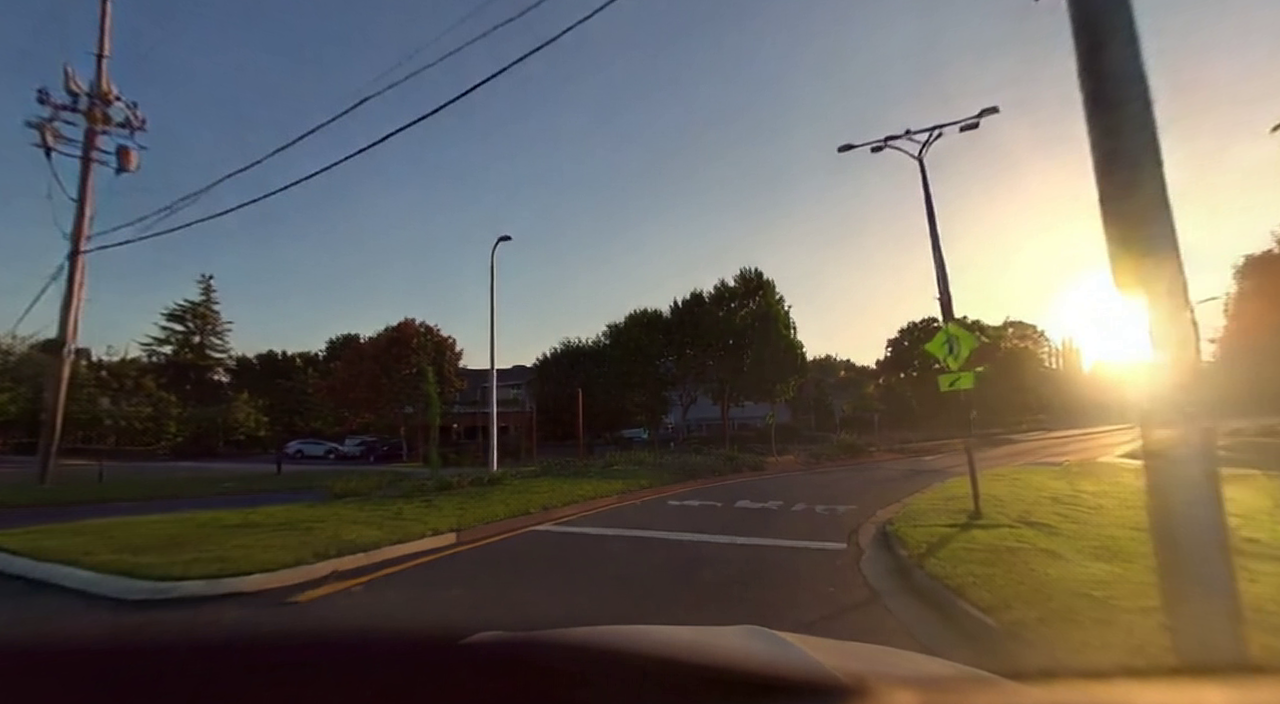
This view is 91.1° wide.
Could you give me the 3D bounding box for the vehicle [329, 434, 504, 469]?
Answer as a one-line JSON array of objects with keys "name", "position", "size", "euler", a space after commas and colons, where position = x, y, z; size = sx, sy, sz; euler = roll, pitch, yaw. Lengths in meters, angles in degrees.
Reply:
[{"name": "vehicle", "position": [-17.061, 7.764, 49.411], "size": [2.837, 2.354, 12.960], "euler": [-8, -11, 43]}]
